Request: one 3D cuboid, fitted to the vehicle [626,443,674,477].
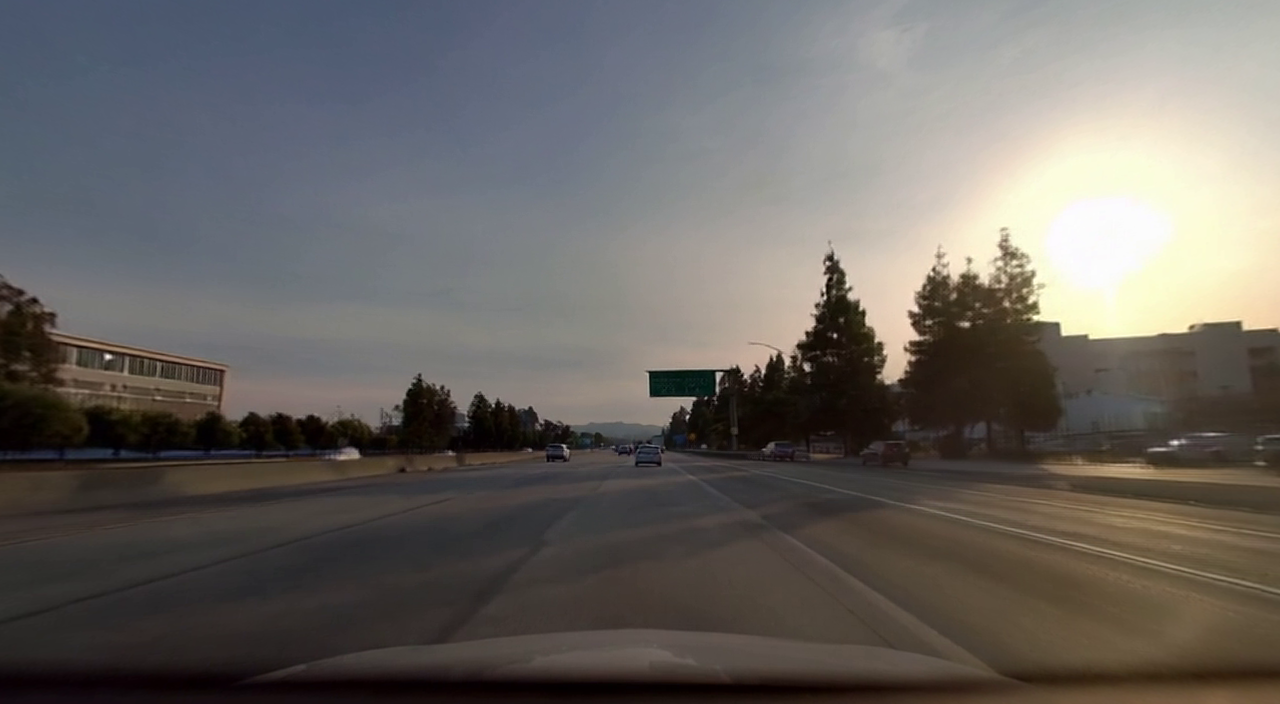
[{"bbox_3d":[0.413,5.057,29.917,2.112,1.482,4.082,0,-8,0],"label":"vehicle"}]
